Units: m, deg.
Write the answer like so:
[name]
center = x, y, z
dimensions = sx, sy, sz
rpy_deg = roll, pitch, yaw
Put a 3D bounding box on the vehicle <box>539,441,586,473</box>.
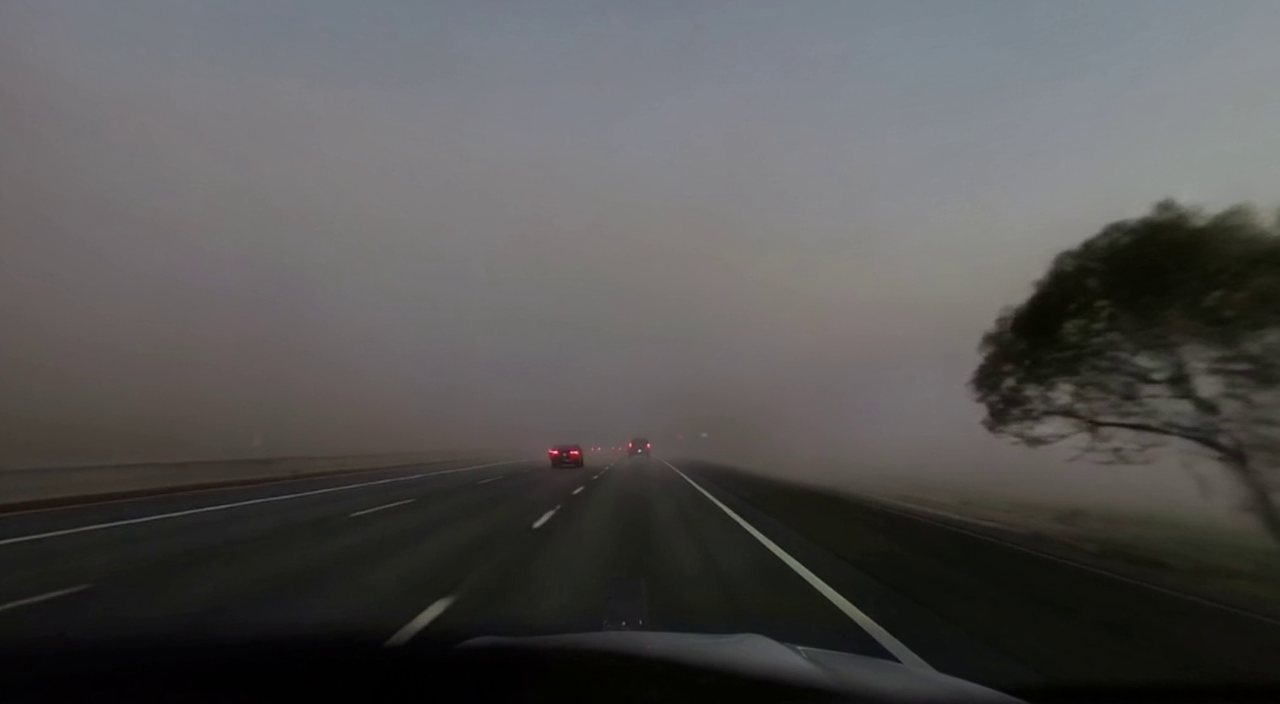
[vehicle]
center = -3.790, 5.197, 31.569
dimensions = 1.786, 1.488, 4.023
rpy_deg = 0, -8, 1
